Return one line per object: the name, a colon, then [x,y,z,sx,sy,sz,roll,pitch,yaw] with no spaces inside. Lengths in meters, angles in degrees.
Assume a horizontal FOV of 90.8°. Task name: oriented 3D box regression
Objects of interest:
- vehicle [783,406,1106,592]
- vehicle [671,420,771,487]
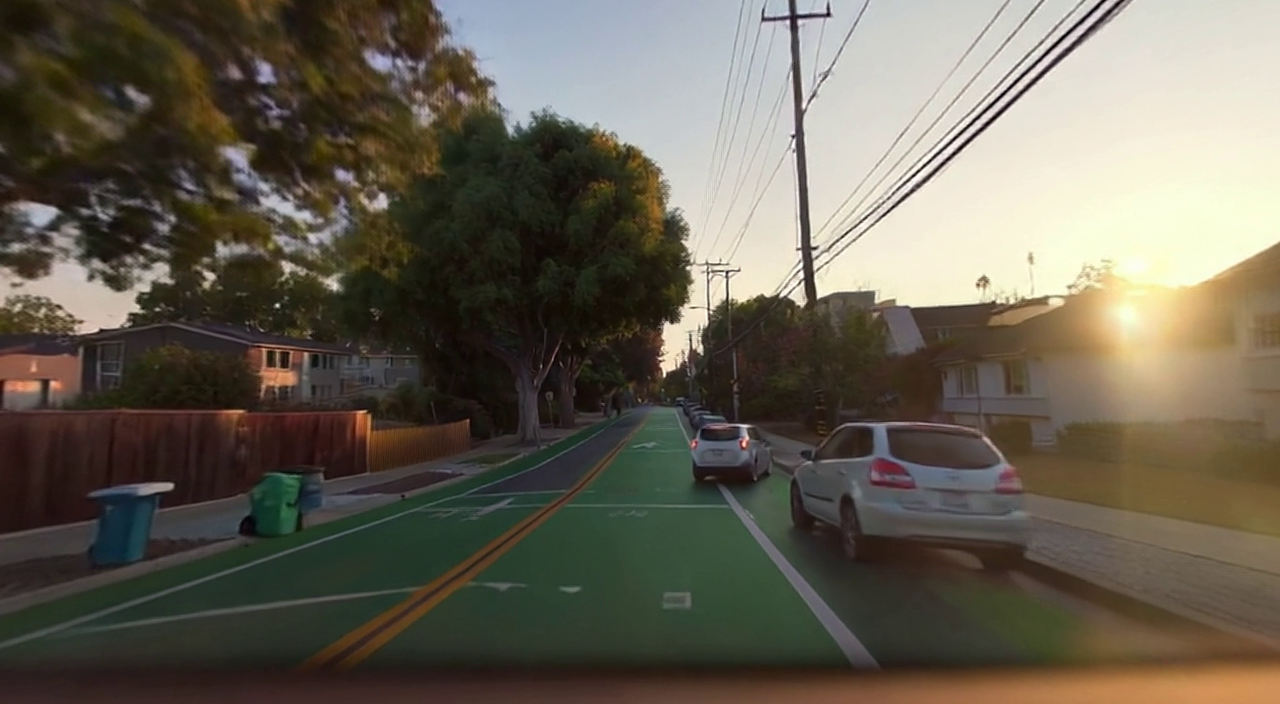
vehicle: [3.313,1.670,8.112,1.909,1.694,4.472,0,-8,0]
vehicle: [2.333,2.653,16.882,2.235,1.500,4.496,0,-8,13]
